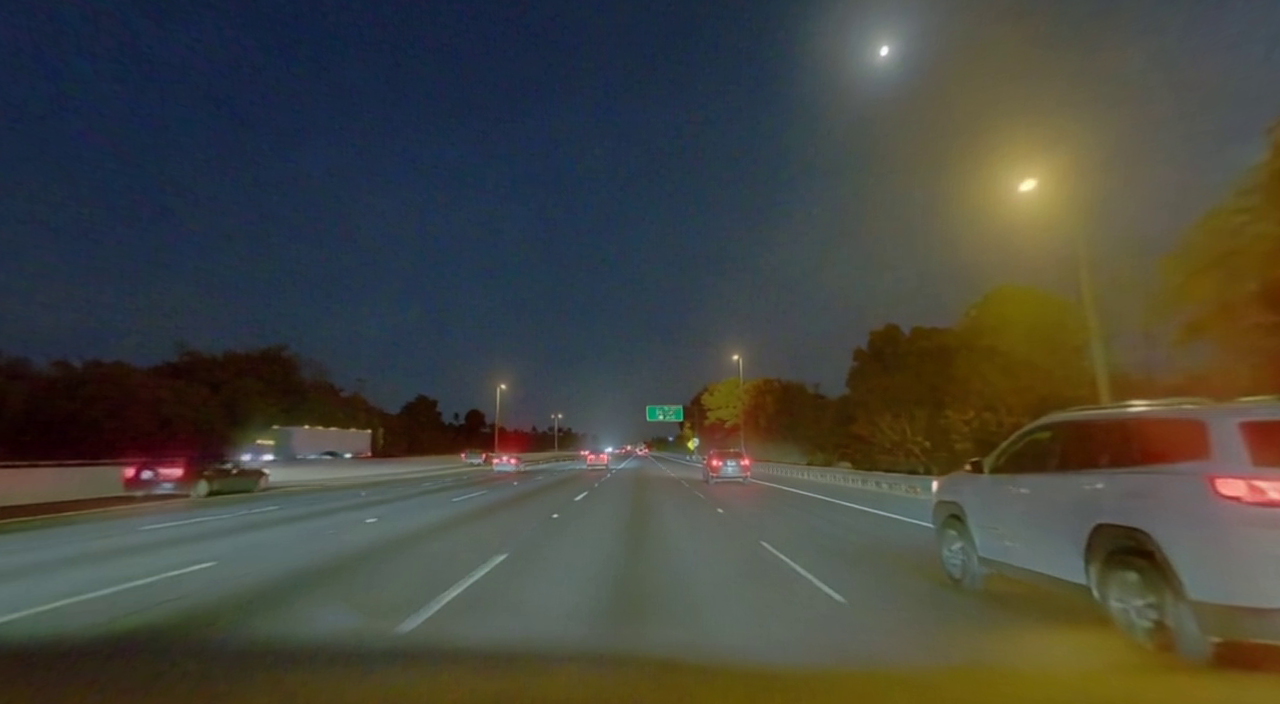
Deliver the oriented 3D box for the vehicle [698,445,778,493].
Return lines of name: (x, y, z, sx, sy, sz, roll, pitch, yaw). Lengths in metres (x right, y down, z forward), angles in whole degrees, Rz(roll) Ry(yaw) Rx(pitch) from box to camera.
vehicle: (3.383, 4.145, 22.703, 2.126, 1.529, 4.438, 0, -9, -1)

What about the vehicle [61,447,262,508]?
vehicle: (-13.749, 3.593, 18.648, 1.959, 1.520, 5.068, 0, -9, 0)

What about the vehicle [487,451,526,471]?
vehicle: (-10.330, 8.468, 49.101, 1.974, 1.472, 4.684, 0, -9, 0)

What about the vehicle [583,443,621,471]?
vehicle: (-2.680, 7.708, 46.347, 2.449, 1.929, 5.503, 0, -9, 0)

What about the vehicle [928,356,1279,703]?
vehicle: (4.401, 1.145, 4.708, 2.218, 1.776, 4.807, 0, -9, 0)
